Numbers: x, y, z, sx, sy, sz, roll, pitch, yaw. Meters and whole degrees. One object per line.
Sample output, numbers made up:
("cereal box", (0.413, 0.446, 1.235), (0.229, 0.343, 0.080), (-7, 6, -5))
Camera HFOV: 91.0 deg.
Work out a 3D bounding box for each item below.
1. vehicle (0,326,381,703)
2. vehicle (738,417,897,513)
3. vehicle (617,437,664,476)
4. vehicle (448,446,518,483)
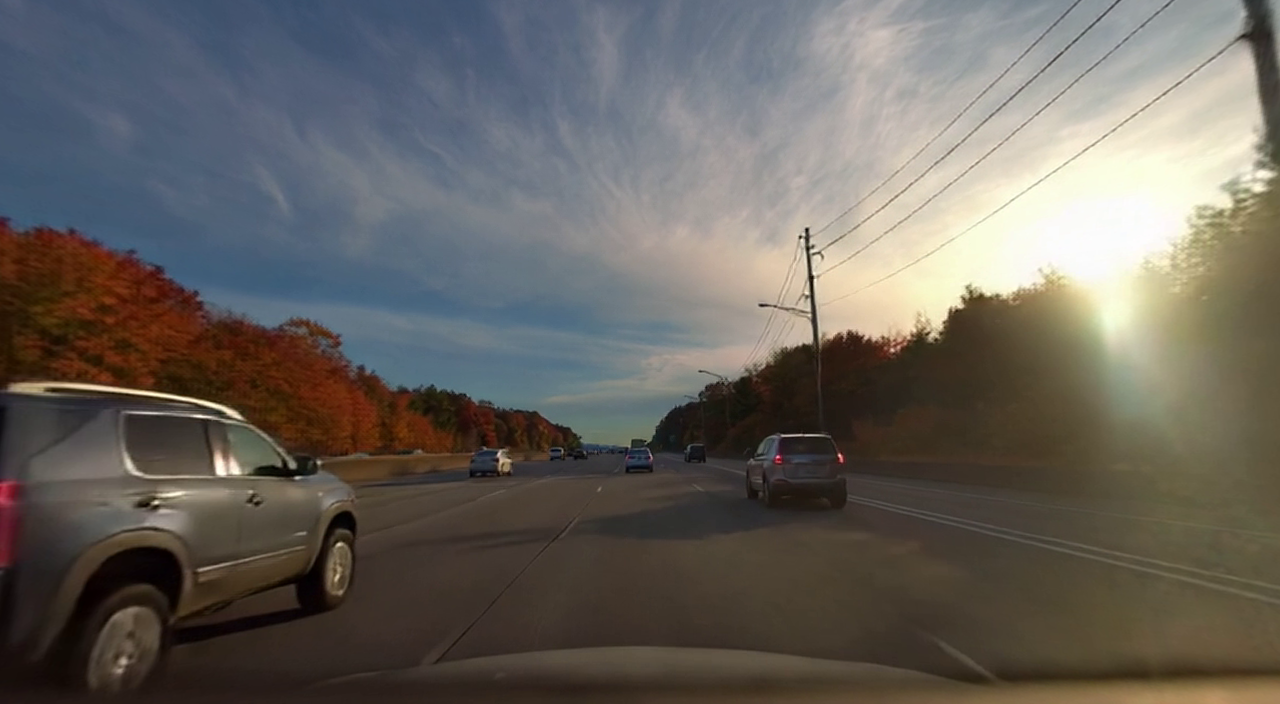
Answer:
("vehicle", (-3.287, 0.940, 2.998), (2.154, 1.783, 4.476), (0, -9, 0))
("vehicle", (4.190, 2.833, 16.194), (2.388, 1.998, 5.749), (0, -9, 0))
("vehicle", (0.046, 5.650, 34.270), (2.372, 1.957, 5.121), (0, -9, 0))
("vehicle", (-7.047, 5.095, 28.777), (2.014, 1.526, 4.577), (0, -9, 0))
